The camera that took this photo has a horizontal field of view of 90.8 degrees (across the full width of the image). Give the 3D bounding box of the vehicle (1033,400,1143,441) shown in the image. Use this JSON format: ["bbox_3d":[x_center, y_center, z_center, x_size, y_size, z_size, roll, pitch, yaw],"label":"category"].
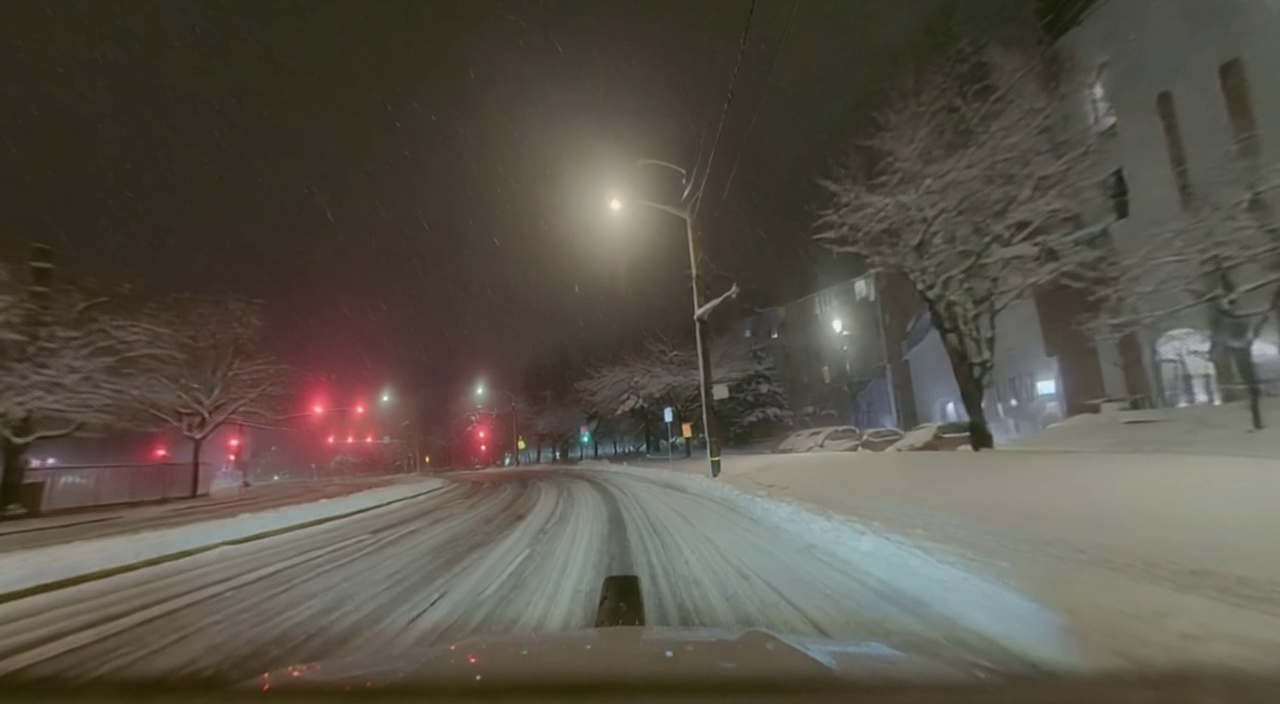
[{"bbox_3d":[31.240,4.813,44.203,5.870,1.998,2.092,-14,-9,39],"label":"vehicle"}]

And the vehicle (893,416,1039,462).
[{"bbox_3d":[11.960,3.238,23.342,4.332,1.581,2.028,2,-9,-10],"label":"vehicle"}]

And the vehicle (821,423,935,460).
[{"bbox_3d":[10.733,4.094,28.641,4.400,1.584,1.964,2,-9,-12],"label":"vehicle"}]
